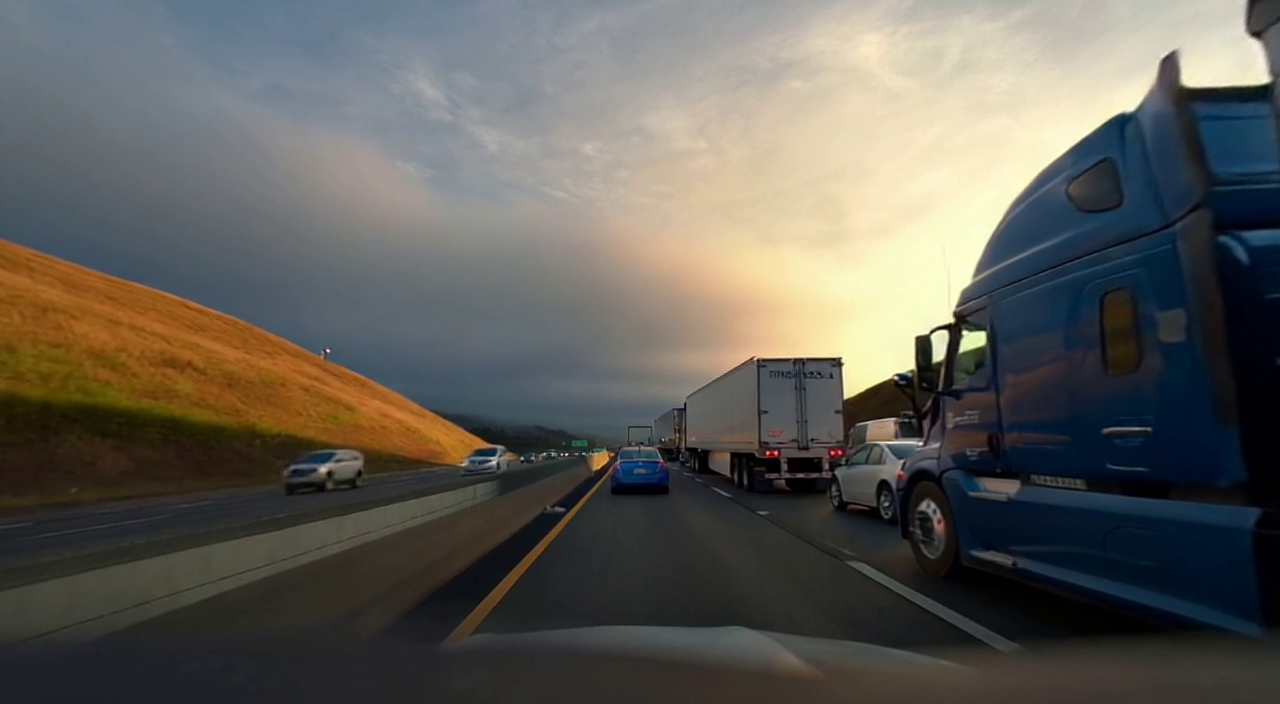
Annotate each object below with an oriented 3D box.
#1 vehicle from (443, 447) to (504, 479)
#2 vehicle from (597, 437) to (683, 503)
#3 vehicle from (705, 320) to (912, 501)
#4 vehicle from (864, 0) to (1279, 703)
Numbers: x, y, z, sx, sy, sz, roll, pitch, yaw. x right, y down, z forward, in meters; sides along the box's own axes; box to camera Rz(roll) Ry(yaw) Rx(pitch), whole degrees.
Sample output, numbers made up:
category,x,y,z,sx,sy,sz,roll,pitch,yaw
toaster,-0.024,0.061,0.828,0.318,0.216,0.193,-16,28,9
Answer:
category,x,y,z,sx,sy,sz,roll,pitch,yaw
vehicle,-9.818,6.576,37.487,2.259,1.699,4.510,-1,-8,2
vehicle,-0.030,3.066,16.841,2.045,1.507,3.763,0,-8,-1
vehicle,4.383,2.012,19.530,3.235,4.197,9.908,0,-8,-3
vehicle,4.235,-0.062,3.727,3.150,4.051,6.527,0,-8,-1
